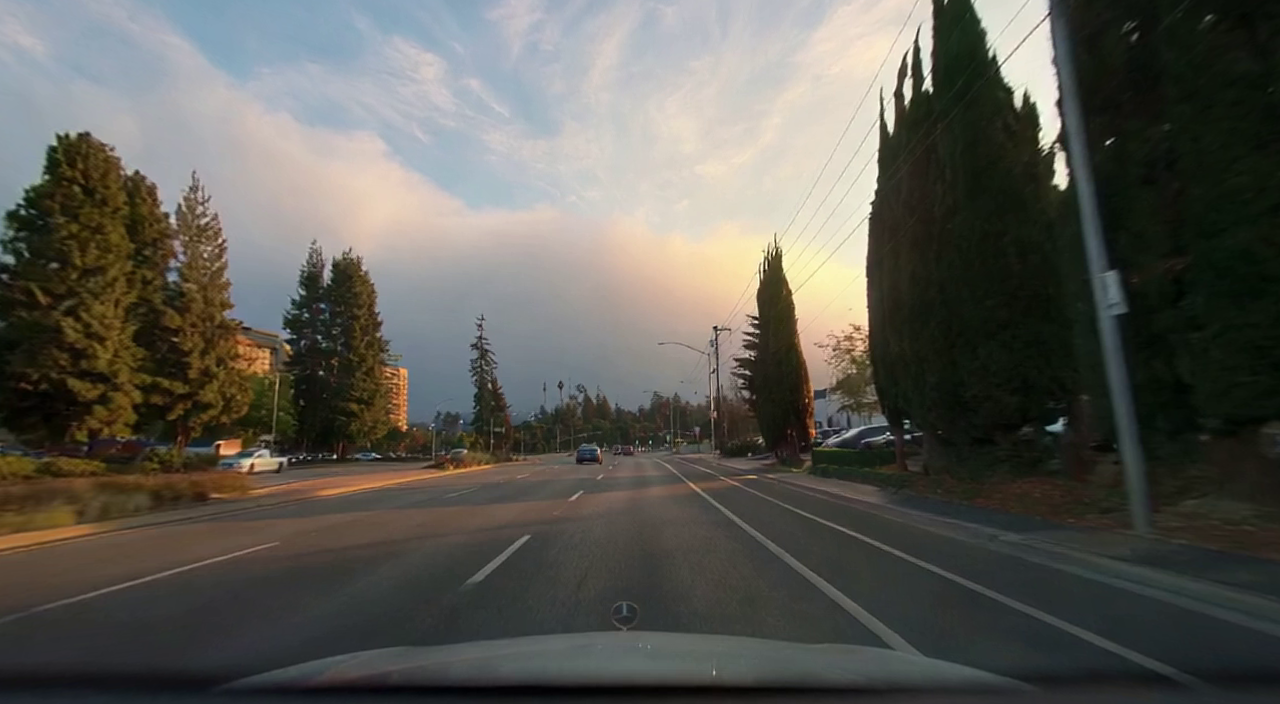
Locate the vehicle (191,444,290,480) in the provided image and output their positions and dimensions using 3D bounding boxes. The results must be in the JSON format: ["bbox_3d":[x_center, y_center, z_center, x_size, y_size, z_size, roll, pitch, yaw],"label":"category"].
[{"bbox_3d":[-21.314,5.856,33.999,2.066,1.794,4.786,0,-8,1],"label":"vehicle"}]

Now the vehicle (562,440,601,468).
[{"bbox_3d":[-3.708,6.522,40.564,2.121,1.654,3.993,0,-8,0],"label":"vehicle"}]
